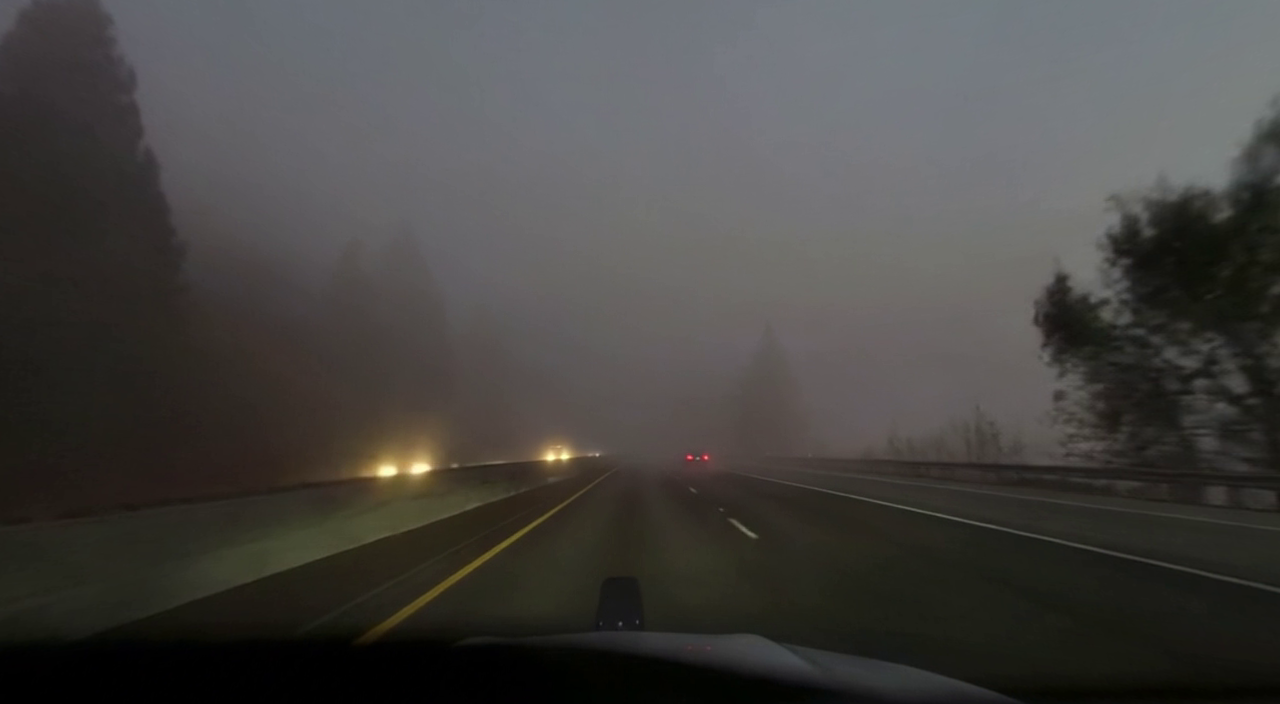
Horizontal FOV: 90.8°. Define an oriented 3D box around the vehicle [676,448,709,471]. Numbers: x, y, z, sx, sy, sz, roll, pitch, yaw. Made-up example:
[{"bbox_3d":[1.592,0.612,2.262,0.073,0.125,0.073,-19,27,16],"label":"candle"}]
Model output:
[{"bbox_3d":[3.799,7.851,46.206,2.013,1.584,3.995,0,-9,-1],"label":"vehicle"}]
